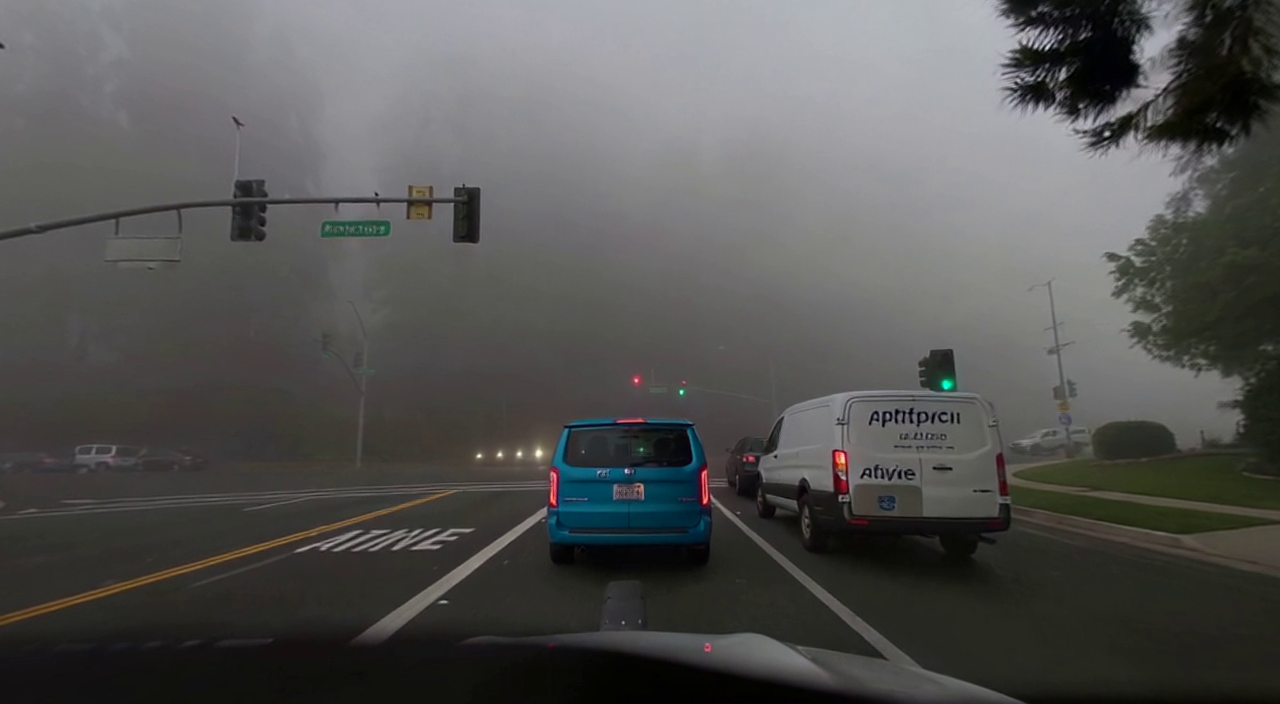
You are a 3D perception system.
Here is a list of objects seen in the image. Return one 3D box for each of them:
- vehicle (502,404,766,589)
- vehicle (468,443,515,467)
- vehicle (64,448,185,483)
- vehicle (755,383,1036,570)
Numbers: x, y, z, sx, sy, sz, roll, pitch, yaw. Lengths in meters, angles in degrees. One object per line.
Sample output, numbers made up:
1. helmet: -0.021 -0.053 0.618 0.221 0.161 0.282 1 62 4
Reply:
1. vehicle: -0.046 1.598 7.794 2.321 1.624 4.367 0 -8 0
2. vehicle: -9.901 6.901 42.166 1.881 1.515 4.262 0 -8 3
3. vehicle: -25.256 5.543 30.916 4.073 1.603 1.920 1 -8 -9
4. vehicle: 3.044 1.596 8.704 2.059 1.924 4.257 0 -8 0
